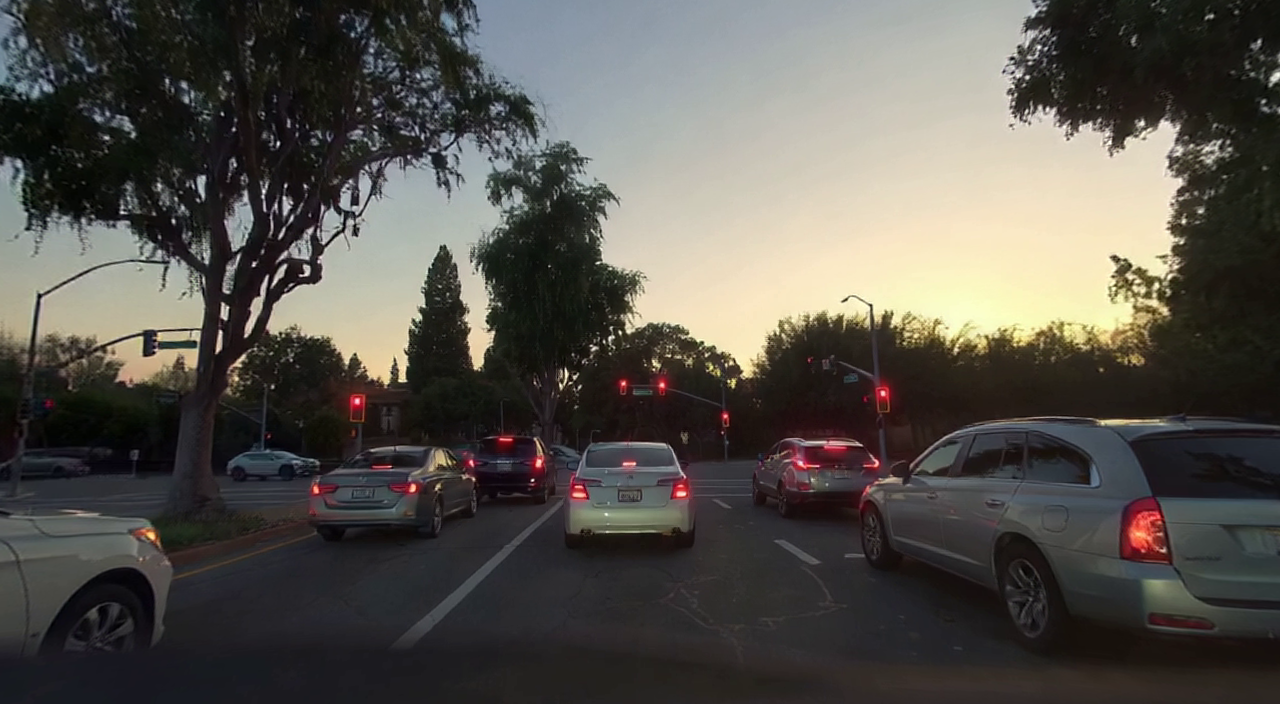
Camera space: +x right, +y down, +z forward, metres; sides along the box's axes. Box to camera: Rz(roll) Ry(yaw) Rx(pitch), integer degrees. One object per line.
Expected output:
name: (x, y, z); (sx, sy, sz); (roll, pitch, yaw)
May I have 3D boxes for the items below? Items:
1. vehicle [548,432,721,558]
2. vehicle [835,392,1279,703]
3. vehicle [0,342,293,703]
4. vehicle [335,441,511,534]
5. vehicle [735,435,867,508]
vehicle: (-0.082, 2.005, 9.591); (2.061, 1.470, 3.970); (0, -8, 0)
vehicle: (3.381, 1.311, 5.420); (1.933, 1.564, 4.600); (0, -8, 0)
vehicle: (-3.671, 0.844, 2.546); (2.047, 1.764, 4.369); (0, -8, 0)
vehicle: (-3.928, 2.501, 12.342); (1.919, 1.459, 4.371); (0, -8, -1)
vehicle: (3.646, 2.780, 15.247); (1.922, 1.472, 4.440); (0, -8, -1)
